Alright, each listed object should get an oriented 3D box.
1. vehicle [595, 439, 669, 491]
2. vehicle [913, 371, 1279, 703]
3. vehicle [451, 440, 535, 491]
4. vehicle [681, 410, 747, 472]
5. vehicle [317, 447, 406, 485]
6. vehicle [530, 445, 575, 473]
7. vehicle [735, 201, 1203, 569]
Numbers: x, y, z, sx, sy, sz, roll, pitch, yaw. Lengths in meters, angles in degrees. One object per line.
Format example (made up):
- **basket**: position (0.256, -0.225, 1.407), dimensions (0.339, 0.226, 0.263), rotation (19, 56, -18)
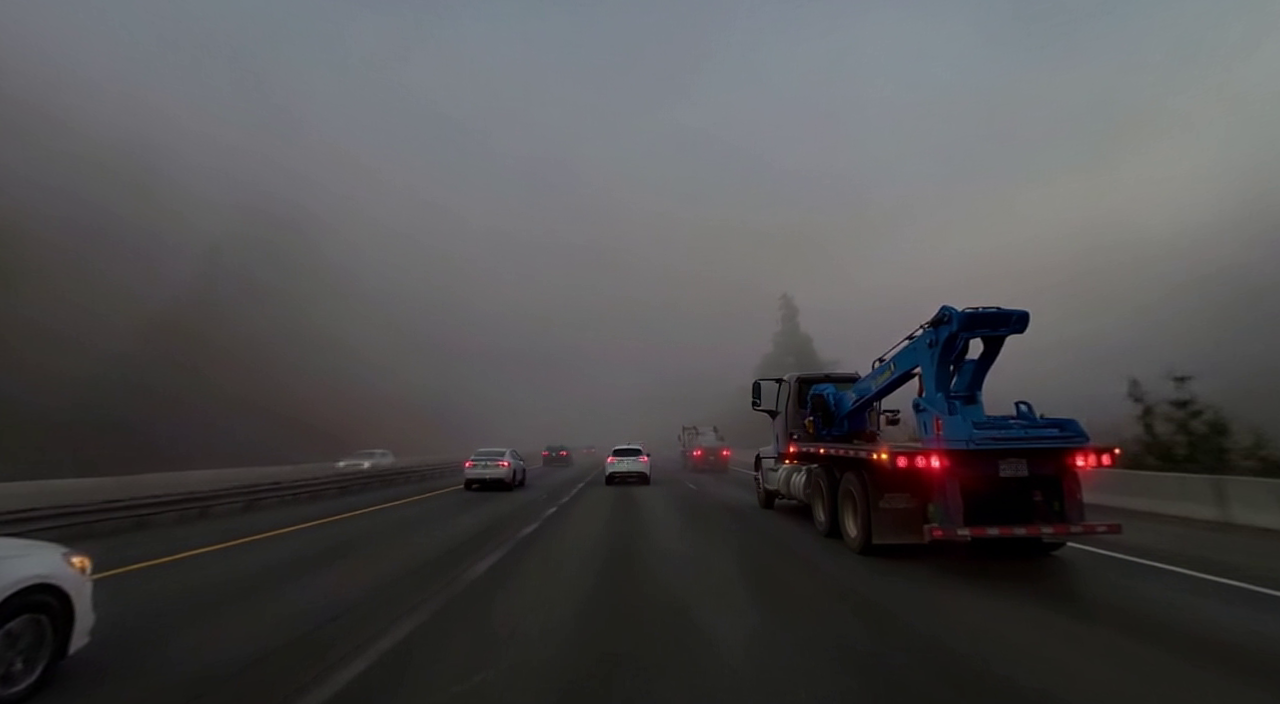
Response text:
- **vehicle**: position (-0.293, 3.602, 20.301), dimensions (2.150, 1.498, 3.988), rotation (0, -9, -1)
- **vehicle**: position (3.955, 0.964, 3.021), dimensions (2.599, 1.631, 5.693), rotation (0, -9, -1)
- **vehicle**: position (-4.785, 3.744, 20.990), dimensions (1.858, 1.527, 3.974), rotation (0, -9, 0)
- **vehicle**: position (3.662, 4.686, 32.676), dimensions (2.416, 2.829, 7.016), rotation (0, -9, -1)
- **vehicle**: position (-12.118, 4.969, 27.646), dimensions (1.869, 1.541, 4.519), rotation (0, -9, 0)
- **vehicle**: position (-4.961, 6.137, 36.165), dimensions (1.924, 1.481, 4.264), rotation (0, -9, 1)
- **vehicle**: position (3.765, 0.885, 10.332), dimensions (2.975, 3.618, 8.456), rotation (0, -9, -1)
